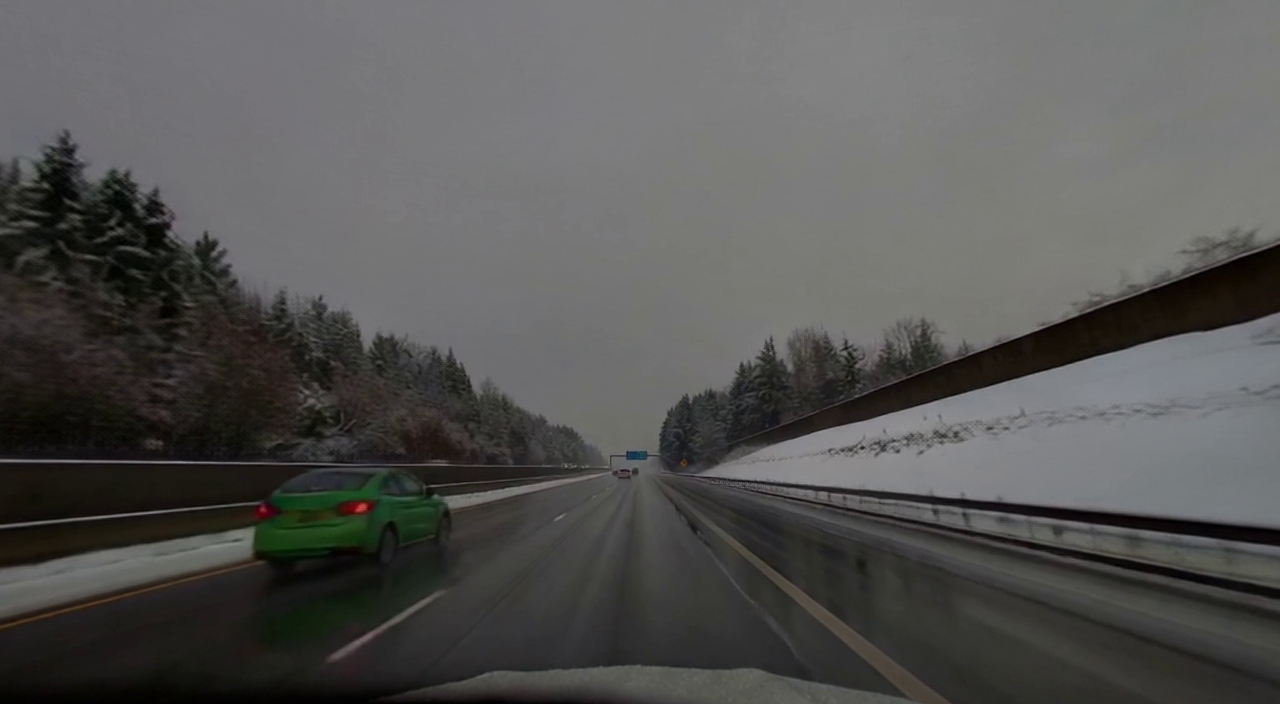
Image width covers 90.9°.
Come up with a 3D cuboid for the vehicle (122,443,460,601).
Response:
[{"bbox_3d":[-3.938,2.006,8.132,2.006,1.469,4.050,1,-10,0],"label":"vehicle"}]
